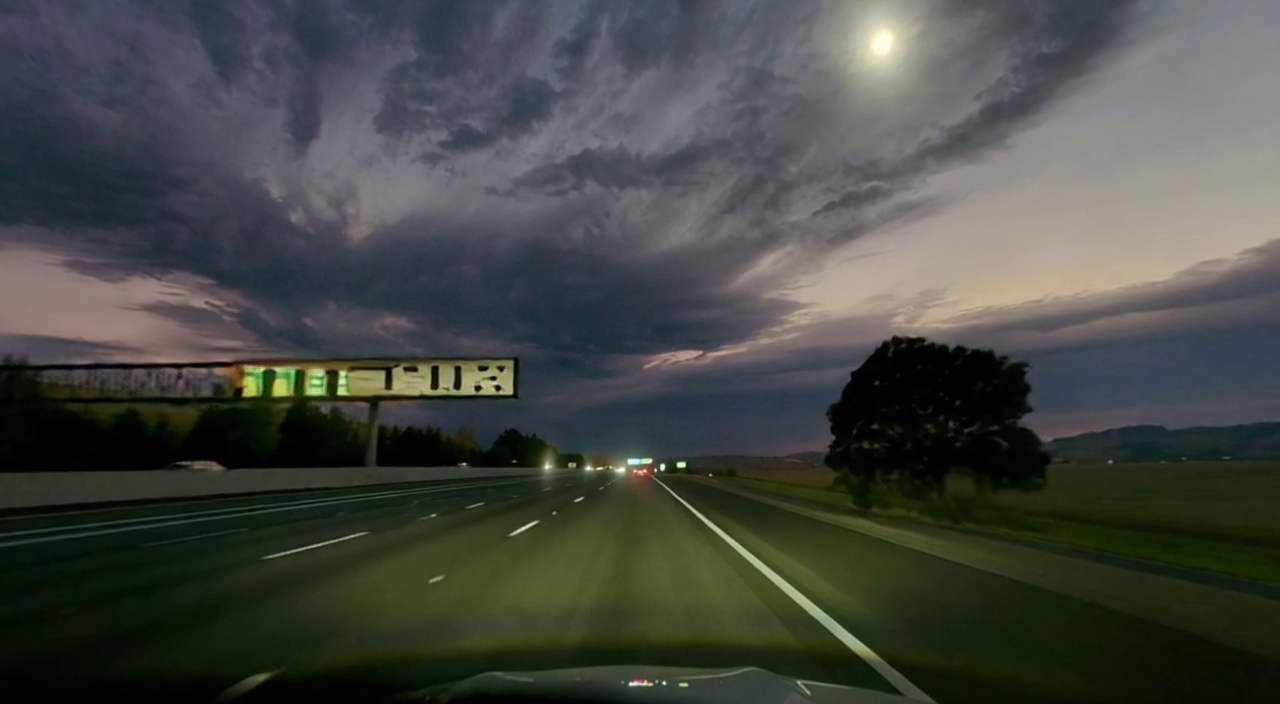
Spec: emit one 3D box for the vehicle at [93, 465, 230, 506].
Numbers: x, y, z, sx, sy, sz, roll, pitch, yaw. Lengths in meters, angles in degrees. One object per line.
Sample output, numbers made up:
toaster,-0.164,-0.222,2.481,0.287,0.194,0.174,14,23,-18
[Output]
vehicle,-19.166,5.339,25.558,1.862,1.447,4.666,1,-10,0
